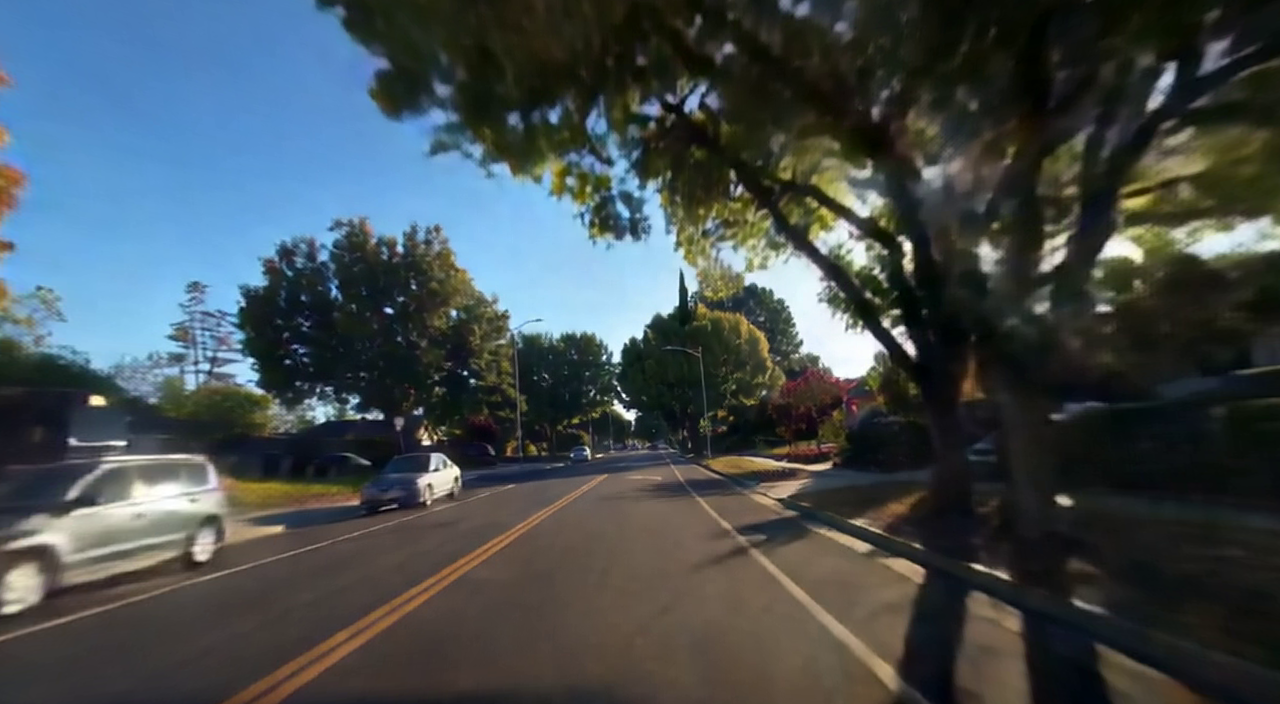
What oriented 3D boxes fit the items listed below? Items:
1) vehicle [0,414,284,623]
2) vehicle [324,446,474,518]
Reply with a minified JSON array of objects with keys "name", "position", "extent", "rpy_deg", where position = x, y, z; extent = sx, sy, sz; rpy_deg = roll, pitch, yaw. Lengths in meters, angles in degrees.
[{"name":"vehicle","position":[-6.890,1.903,7.628],"extent":[2.012,1.902,5.437],"rpy_deg":[-4,-10,1]},{"name":"vehicle","position":[-6.702,3.638,18.431],"extent":[1.984,1.732,5.628],"rpy_deg":[-1,-9,2]}]
